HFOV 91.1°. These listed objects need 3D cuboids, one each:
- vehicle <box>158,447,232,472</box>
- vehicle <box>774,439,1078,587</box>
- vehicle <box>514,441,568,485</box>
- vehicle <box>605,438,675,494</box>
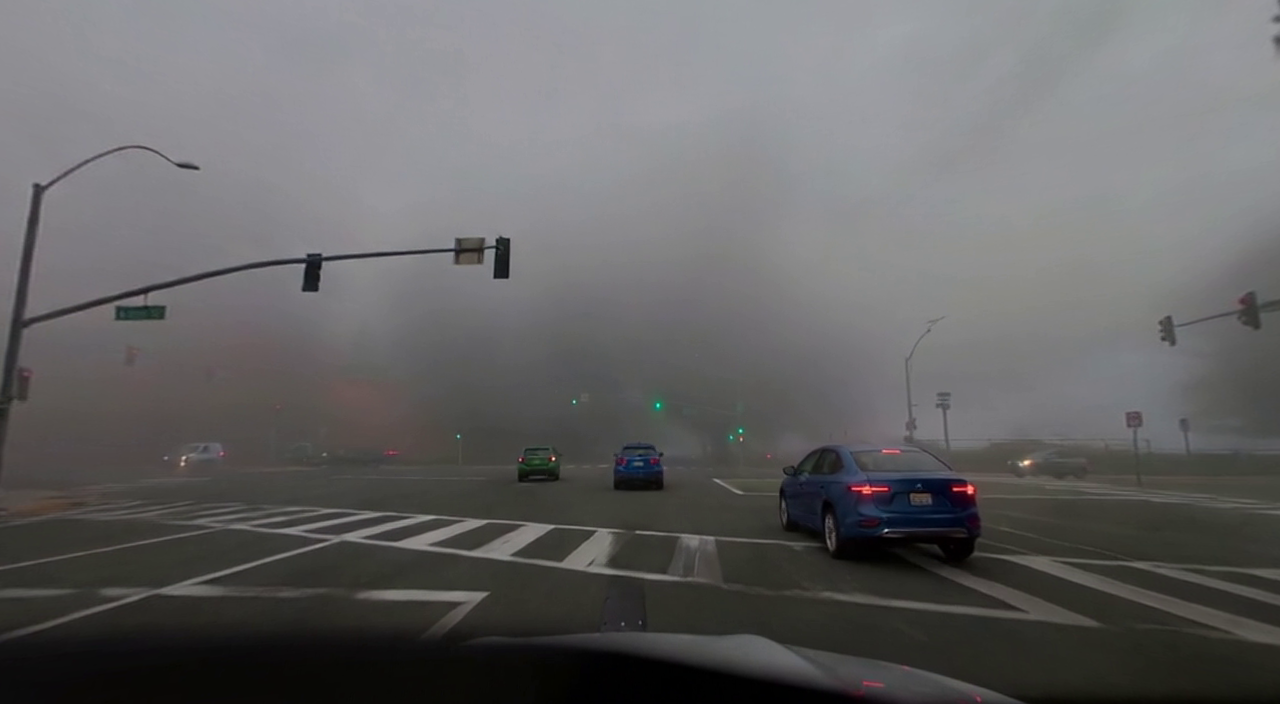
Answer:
[{"bbox_3d":[-31.392,7.549,44.305,4.422,1.605,1.955,-3,-9,20],"label":"vehicle"},{"bbox_3d":[3.360,1.952,8.622,2.056,1.468,4.520,0,-8,0],"label":"vehicle"},{"bbox_3d":[-4.048,4.448,25.517,1.987,1.633,4.005,2,-8,-10],"label":"vehicle"},{"bbox_3d":[-0.003,3.750,21.098,2.108,1.654,4.235,0,-8,0],"label":"vehicle"}]
